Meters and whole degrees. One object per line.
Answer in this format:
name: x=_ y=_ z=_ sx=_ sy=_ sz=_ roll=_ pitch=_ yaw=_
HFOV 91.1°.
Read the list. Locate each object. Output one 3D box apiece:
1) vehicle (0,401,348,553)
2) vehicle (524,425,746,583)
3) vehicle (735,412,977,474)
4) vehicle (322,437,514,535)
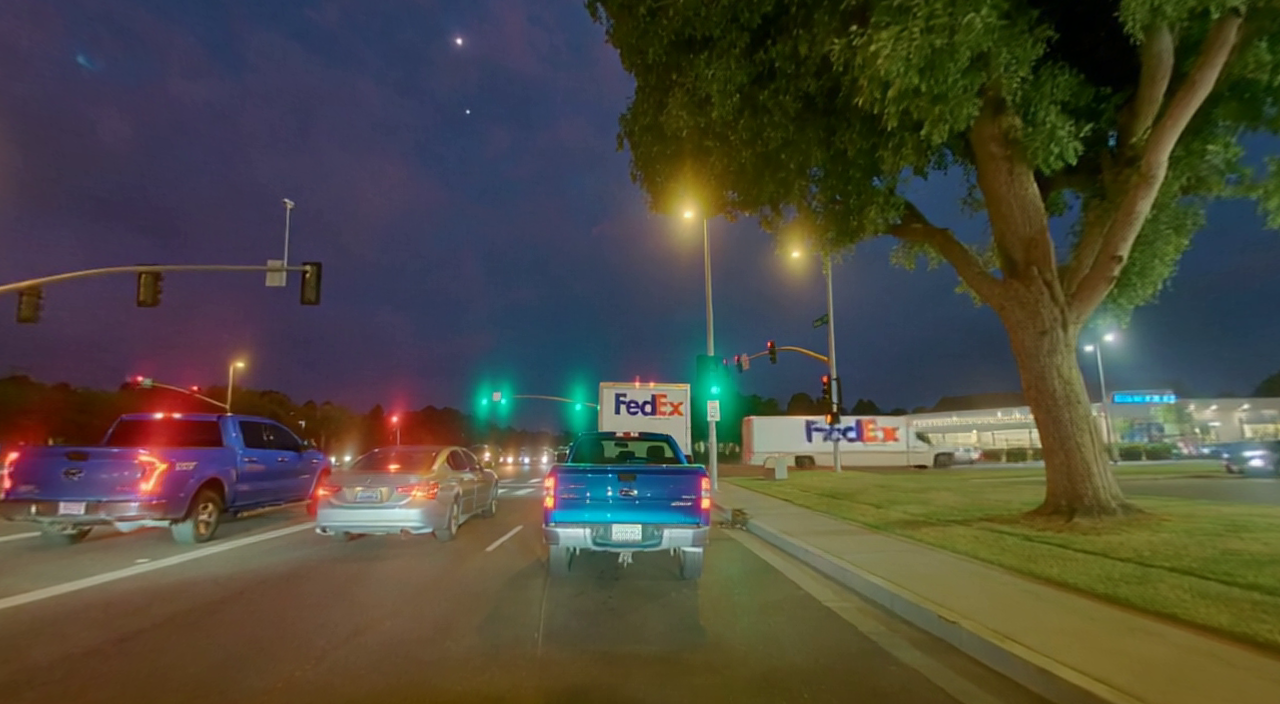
vehicle: x=-7.299 y=1.983 z=10.713 sx=2.125 sy=1.893 sz=5.498 roll=0 pitch=-9 yaw=-2
vehicle: x=-0.042 y=1.795 z=8.283 sx=2.145 sy=1.513 sz=4.269 roll=0 pitch=-9 yaw=0
vehicle: x=12.225 y=5.327 z=36.877 sx=12.889 sy=3.380 sz=3.345 roll=-1 pitch=-9 yaw=5
vehicle: x=-3.877 y=2.402 z=11.930 sx=1.949 sy=1.487 sz=4.390 roll=0 pitch=-9 yaw=1
